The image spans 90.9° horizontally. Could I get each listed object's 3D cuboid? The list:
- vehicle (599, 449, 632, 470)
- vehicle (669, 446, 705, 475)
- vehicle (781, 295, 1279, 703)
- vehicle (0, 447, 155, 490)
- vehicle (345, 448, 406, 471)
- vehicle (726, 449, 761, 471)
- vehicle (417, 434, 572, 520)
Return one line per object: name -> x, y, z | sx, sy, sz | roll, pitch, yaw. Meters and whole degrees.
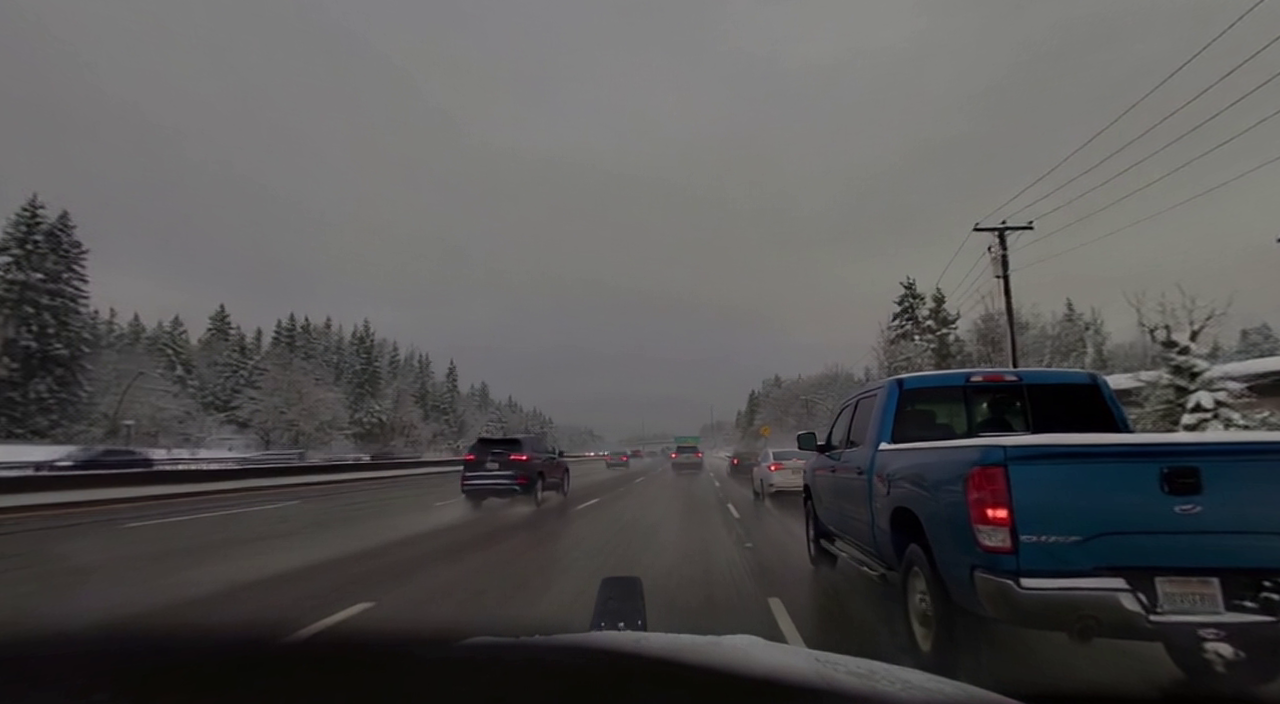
vehicle -> -1.836, 8.261, 48.755 | 2.119, 1.478, 4.644 | -1, -8, 3
vehicle -> 2.941, 6.678, 39.153 | 2.080, 1.682, 4.150 | -1, -8, 5
vehicle -> 3.340, 1.256, 6.151 | 3.024, 2.092, 6.797 | -1, -8, 6
vehicle -> -26.510, 5.412, 29.821 | 2.209, 1.785, 5.754 | -1, -8, 6
vehicle -> -20.521, 8.343, 49.281 | 2.102, 1.652, 5.303 | -1, -8, 5
vehicle -> 7.442, 7.796, 45.557 | 2.072, 1.456, 4.537 | -1, -8, 4
vehicle -> -3.214, 2.869, 15.133 | 2.209, 1.714, 4.576 | -1, -8, 6
